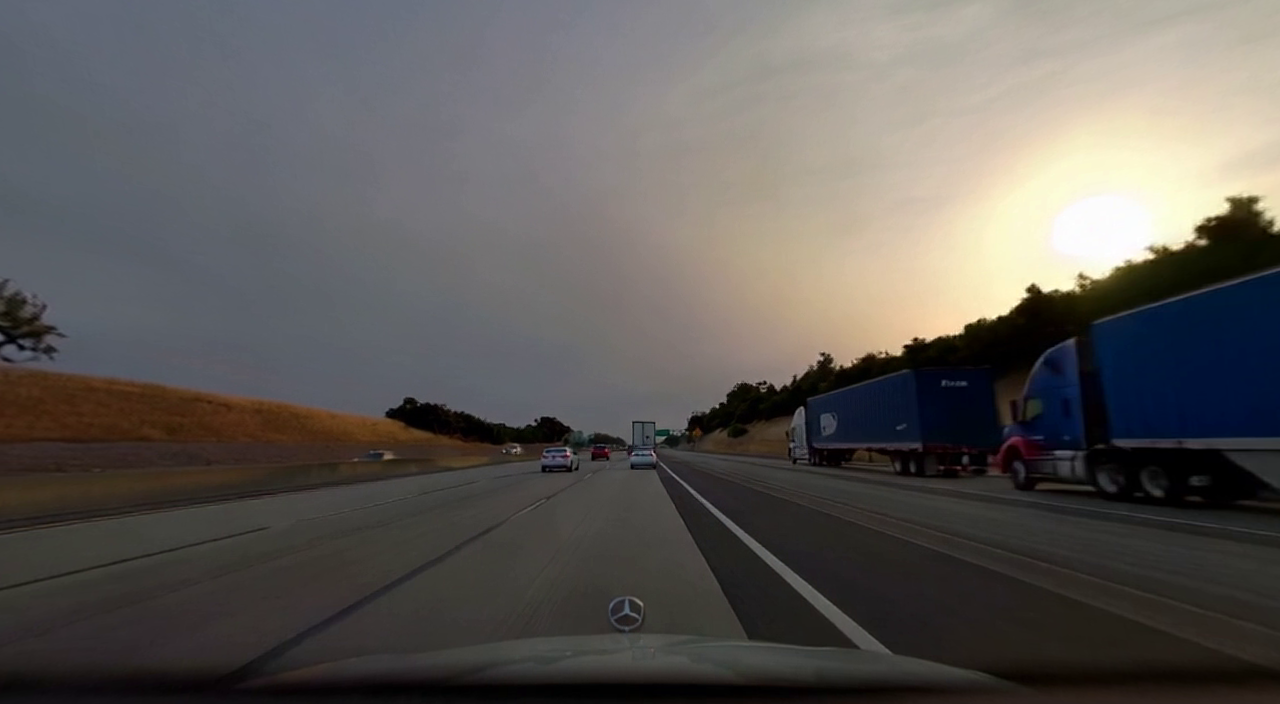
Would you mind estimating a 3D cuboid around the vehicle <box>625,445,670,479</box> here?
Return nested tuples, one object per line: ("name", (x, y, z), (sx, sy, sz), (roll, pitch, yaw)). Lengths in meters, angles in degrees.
("vehicle", (0.315, 5.210, 29.970), (1.991, 1.507, 3.391), (0, -9, -1))

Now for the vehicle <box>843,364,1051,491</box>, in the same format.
("vehicle", (11.536, 3.164, 25.311), (3.020, 4.143, 9.468), (1, -9, -4))

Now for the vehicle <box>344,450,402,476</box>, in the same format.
("vehicle", (-15.498, 6.444, 36.793), (1.724, 1.432, 3.724), (0, -9, 0))

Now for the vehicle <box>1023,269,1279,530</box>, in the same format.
("vehicle", (11.638, 0.739, 9.912), (2.926, 4.094, 13.856), (0, -9, 2))

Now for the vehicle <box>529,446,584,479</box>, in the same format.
("vehicle", (-4.017, 5.385, 31.020), (2.018, 1.504, 4.431), (0, -9, 1))
